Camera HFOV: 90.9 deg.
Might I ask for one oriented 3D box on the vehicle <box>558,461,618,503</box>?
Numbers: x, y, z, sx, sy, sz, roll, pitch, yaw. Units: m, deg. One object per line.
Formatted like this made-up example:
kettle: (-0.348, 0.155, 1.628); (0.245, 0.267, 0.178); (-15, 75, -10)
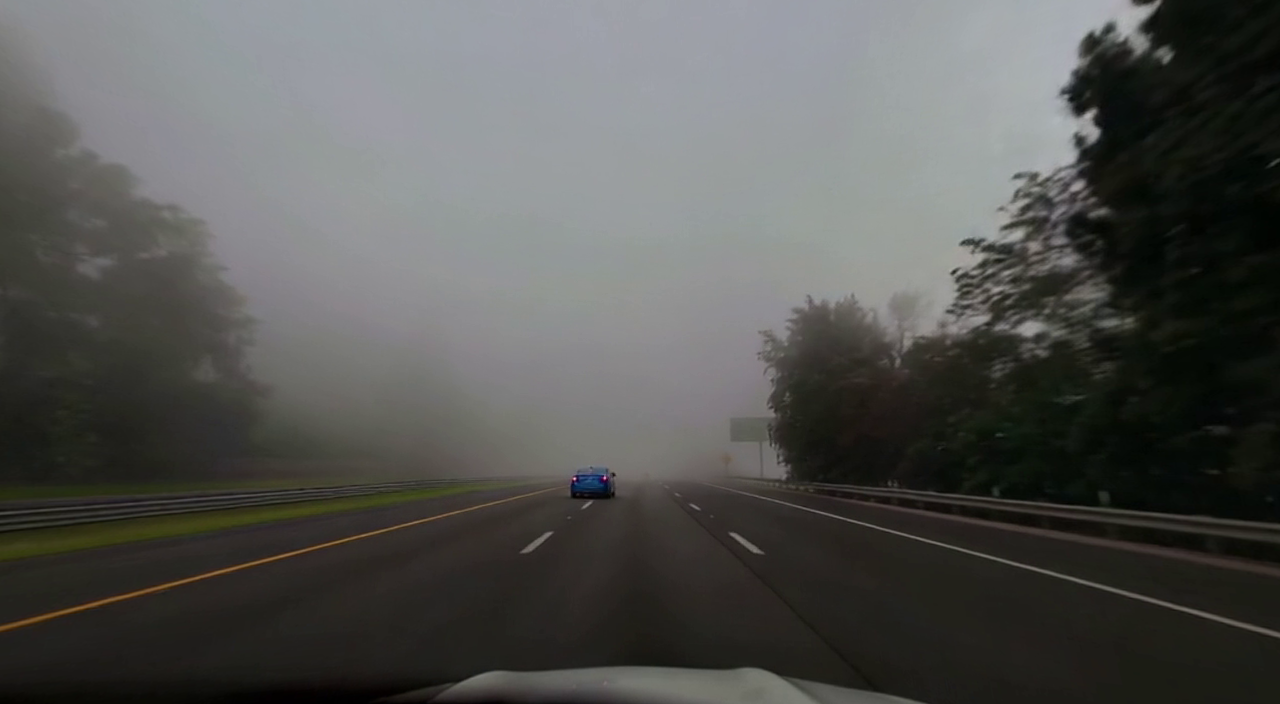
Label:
vehicle: (-2.066, 5.311, 25.996); (2.016, 1.530, 4.009); (1, -10, 1)
